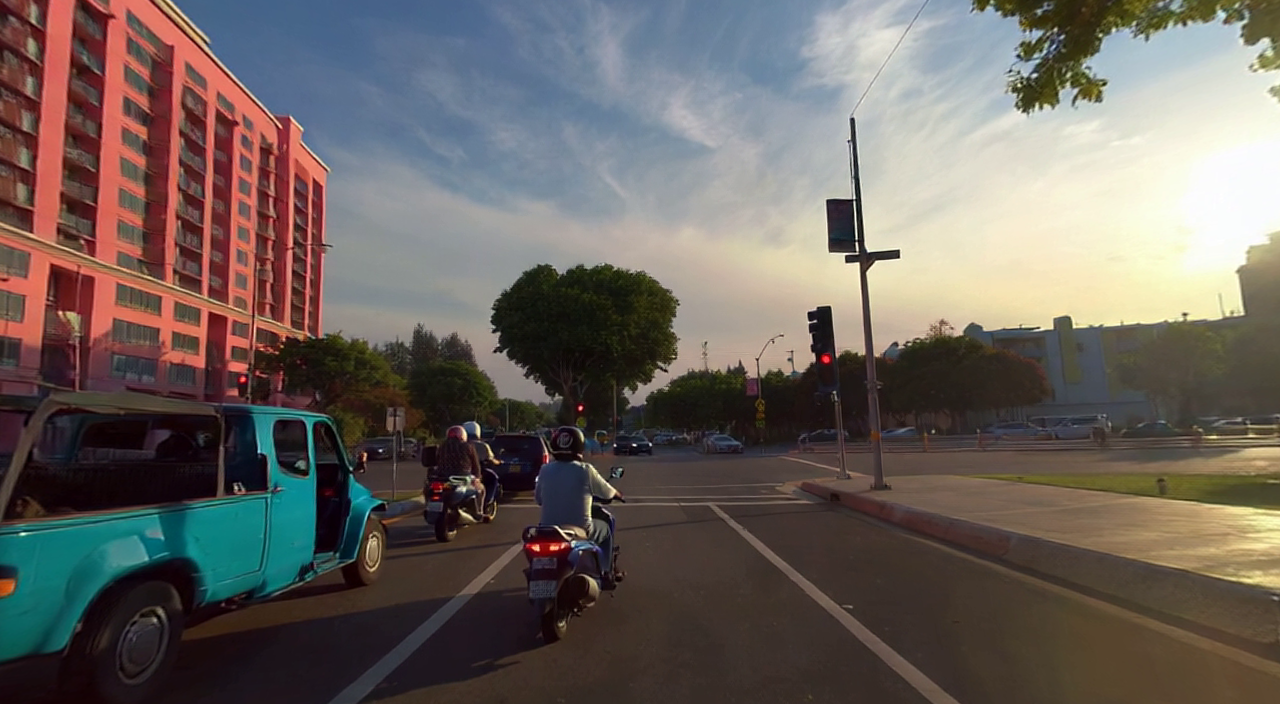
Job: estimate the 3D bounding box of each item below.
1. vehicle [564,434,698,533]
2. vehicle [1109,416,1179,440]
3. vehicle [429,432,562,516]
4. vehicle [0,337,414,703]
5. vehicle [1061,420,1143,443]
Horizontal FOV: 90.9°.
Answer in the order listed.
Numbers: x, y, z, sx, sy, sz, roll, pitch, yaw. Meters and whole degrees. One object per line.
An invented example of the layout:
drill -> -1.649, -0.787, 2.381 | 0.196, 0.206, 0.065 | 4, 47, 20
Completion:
vehicle -> -0.099, 2.302, 11.622 | 2.025, 1.458, 4.085 | -1, -9, 1
vehicle -> 37.052, 5.611, 46.378 | 1.716, 1.543, 3.682 | 8, -12, -41
vehicle -> -3.098, 2.711, 14.451 | 1.935, 1.615, 4.073 | -1, -9, 2
vehicle -> -3.582, 1.169, 4.626 | 2.000, 1.809, 4.855 | 0, -9, 1
vehicle -> 30.826, 5.334, 42.113 | 1.751, 1.420, 4.027 | 8, -12, -43
